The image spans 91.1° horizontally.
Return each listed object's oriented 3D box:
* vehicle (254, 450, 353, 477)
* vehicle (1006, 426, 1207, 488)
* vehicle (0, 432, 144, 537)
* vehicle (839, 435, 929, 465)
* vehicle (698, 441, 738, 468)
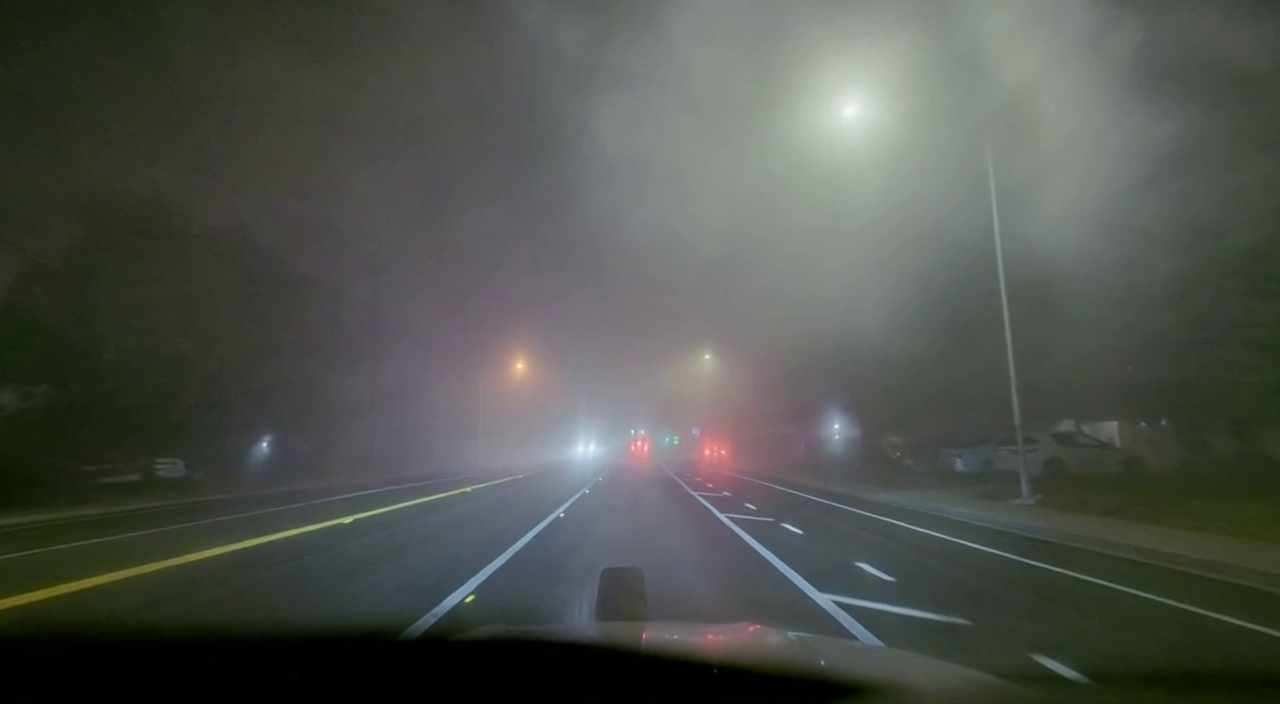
[{"bbox_3d":[-19.160,6.345,35.880,4.500,1.482,1.916,0,-9,1],"label":"vehicle"},{"bbox_3d":[14.468,3.238,19.645,4.740,1.665,2.090,-1,-8,-6],"label":"vehicle"},{"bbox_3d":[-12.828,2.600,12.537,2.125,1.914,4.759,-2,-7,-3],"label":"vehicle"},{"bbox_3d":[14.076,5.668,36.447,4.399,1.663,1.970,0,-8,1],"label":"vehicle"},{"bbox_3d":[5.537,7.353,45.216,2.114,1.799,4.960,0,-9,-2],"label":"vehicle"}]
